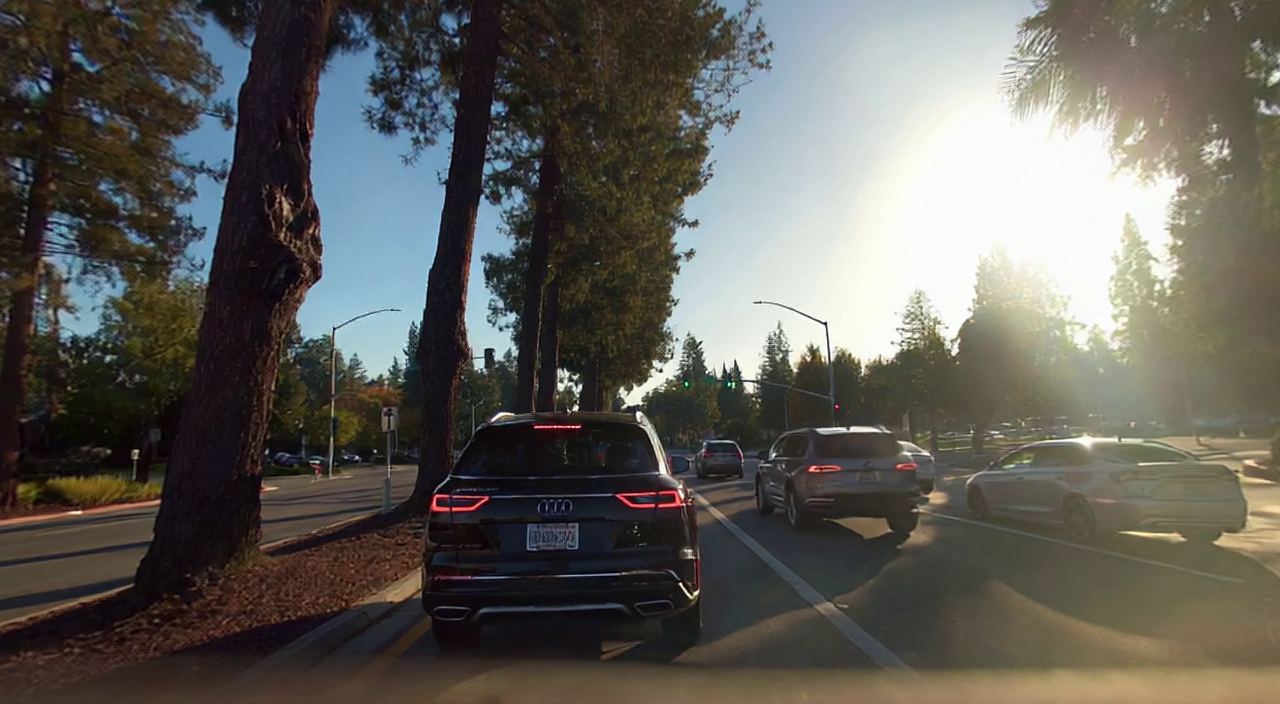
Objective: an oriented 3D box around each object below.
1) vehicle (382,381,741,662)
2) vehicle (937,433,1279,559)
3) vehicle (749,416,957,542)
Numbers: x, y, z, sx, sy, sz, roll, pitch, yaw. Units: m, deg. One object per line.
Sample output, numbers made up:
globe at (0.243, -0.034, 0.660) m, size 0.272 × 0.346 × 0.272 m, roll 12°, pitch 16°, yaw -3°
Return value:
vehicle at (-0.432, 1.355, 6.102) m, size 2.201 × 1.709 × 4.271 m, roll 0°, pitch -9°, yaw 1°
vehicle at (6.587, 2.012, 9.643) m, size 1.894 × 1.445 × 4.565 m, roll 0°, pitch -9°, yaw 0°
vehicle at (3.244, 2.037, 10.762) m, size 1.963 × 1.682 × 4.407 m, roll 0°, pitch -9°, yaw -1°
